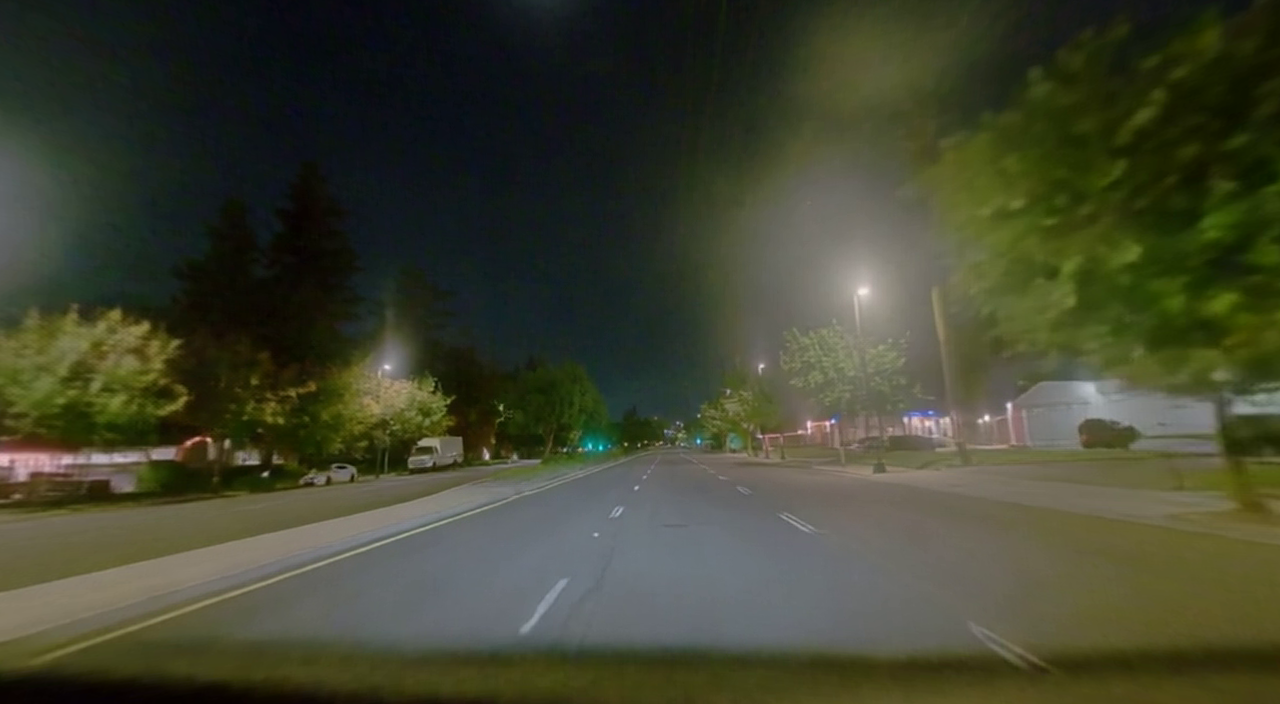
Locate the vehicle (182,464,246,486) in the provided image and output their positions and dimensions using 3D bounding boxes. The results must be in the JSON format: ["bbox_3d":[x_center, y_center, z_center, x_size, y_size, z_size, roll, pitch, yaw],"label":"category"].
[{"bbox_3d":[-29.366,8.470,43.507,1.610,1.378,3.889,-2,-10,0],"label":"vehicle"}]

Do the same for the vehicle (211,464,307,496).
[{"bbox_3d":[-19.914,6.687,33.172,1.929,1.393,4.611,-1,-8,4],"label":"vehicle"}]

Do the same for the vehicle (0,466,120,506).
[{"bbox_3d":[-29.147,6.624,31.476,1.870,1.601,5.128,0,-8,0],"label":"vehicle"}]

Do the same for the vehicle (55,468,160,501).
[{"bbox_3d":[-26.634,6.608,31.677,1.872,1.413,3.806,-1,-9,1],"label":"vehicle"}]

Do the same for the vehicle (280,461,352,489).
[{"bbox_3d":[-19.703,7.462,38.505,1.820,1.459,4.559,-1,-8,3],"label":"vehicle"}]
